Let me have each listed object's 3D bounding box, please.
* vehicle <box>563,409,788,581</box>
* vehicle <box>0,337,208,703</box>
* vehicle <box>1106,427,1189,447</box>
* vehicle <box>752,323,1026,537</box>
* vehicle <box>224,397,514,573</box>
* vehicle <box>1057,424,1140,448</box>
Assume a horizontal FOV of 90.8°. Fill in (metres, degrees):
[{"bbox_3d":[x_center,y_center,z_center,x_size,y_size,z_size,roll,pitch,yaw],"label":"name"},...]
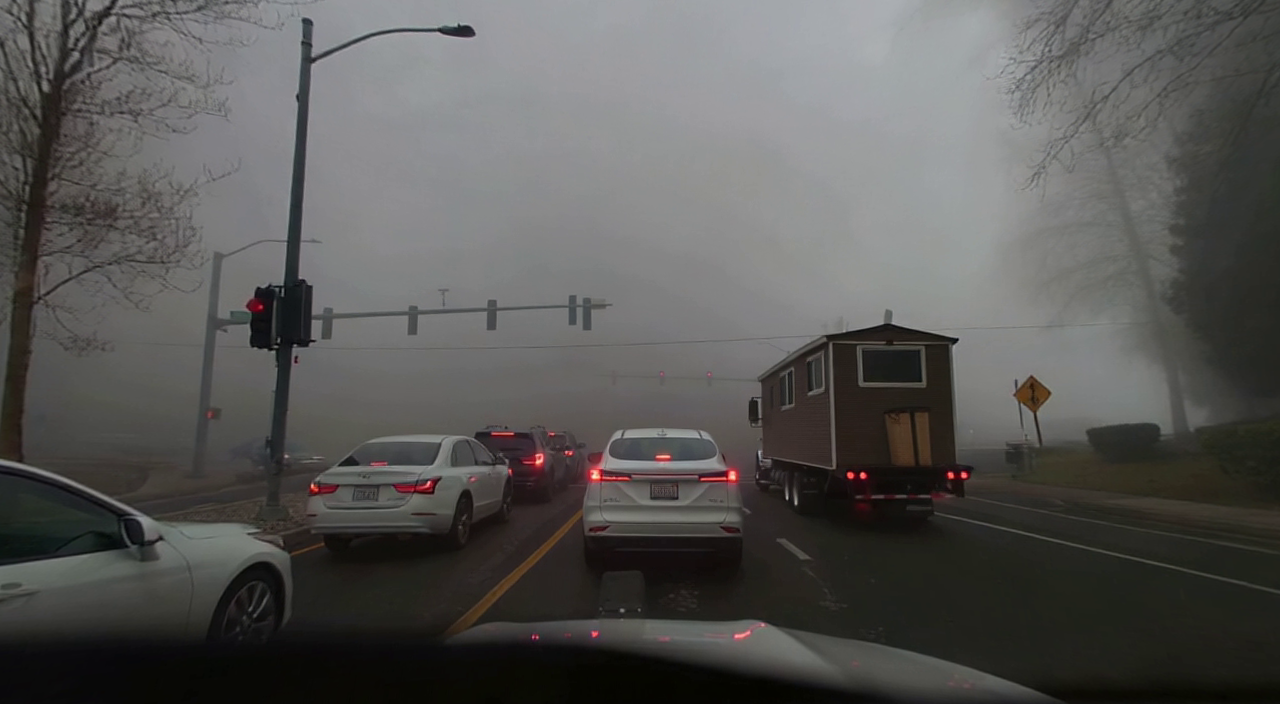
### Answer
[{"bbox_3d":[0.358,1.711,8.320,2.189,1.649,4.171,0,-9,0],"label":"vehicle"},{"bbox_3d":[-3.432,0.676,1.477,1.952,1.730,4.116,0,-9,-1],"label":"vehicle"},{"bbox_3d":[37.825,6.389,47.210,4.553,1.434,1.650,-5,-10,29],"label":"vehicle"},{"bbox_3d":[3.691,1.403,11.016,2.531,2.750,5.595,0,-9,1],"label":"vehicle"},{"bbox_3d":[-3.267,1.714,8.850,2.085,1.812,4.388,0,-9,0],"label":"vehicle"},{"bbox_3d":[33.165,6.134,45.881,4.671,1.595,1.824,-6,-10,31],"label":"vehicle"}]
